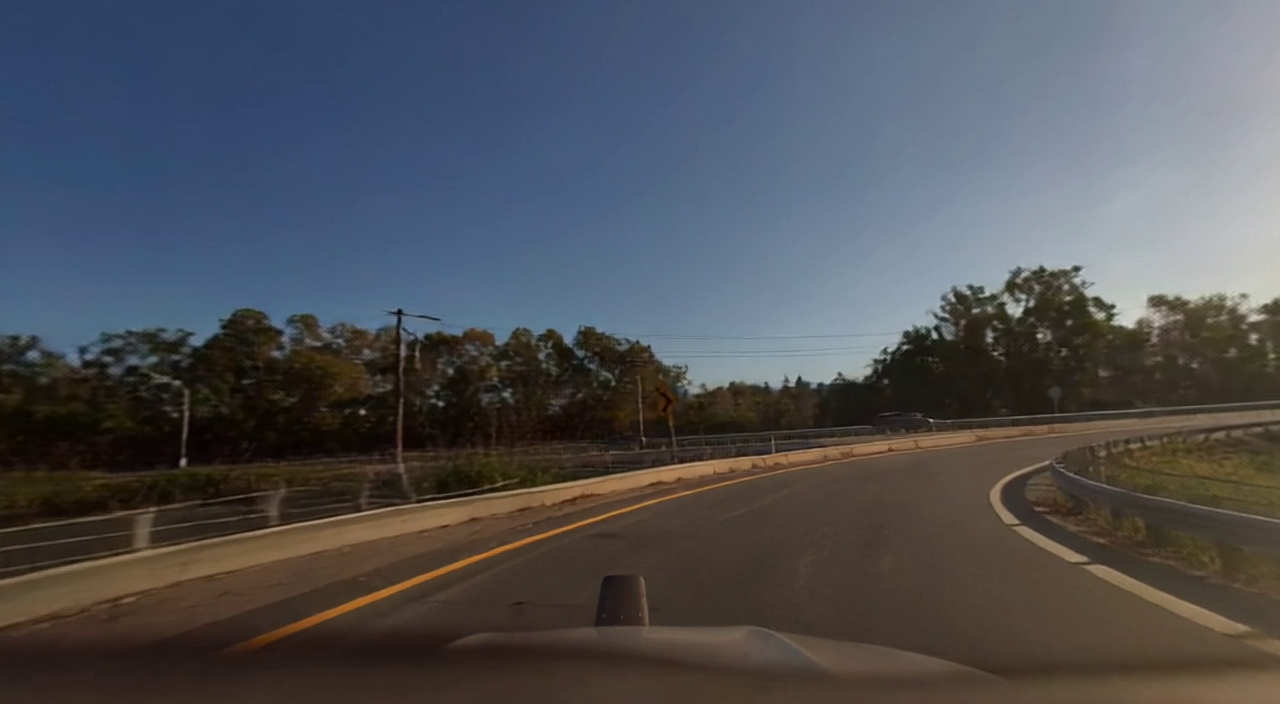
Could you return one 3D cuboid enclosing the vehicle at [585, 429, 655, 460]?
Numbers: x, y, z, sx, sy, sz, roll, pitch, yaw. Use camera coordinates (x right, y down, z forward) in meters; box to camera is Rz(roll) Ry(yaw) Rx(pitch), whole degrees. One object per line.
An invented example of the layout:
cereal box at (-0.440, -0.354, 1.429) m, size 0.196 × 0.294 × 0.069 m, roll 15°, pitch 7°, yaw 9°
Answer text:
vehicle at (-1.307, 5.859, 39.893) m, size 3.990 × 1.549 × 1.971 m, roll -1°, pitch -13°, yaw -13°
